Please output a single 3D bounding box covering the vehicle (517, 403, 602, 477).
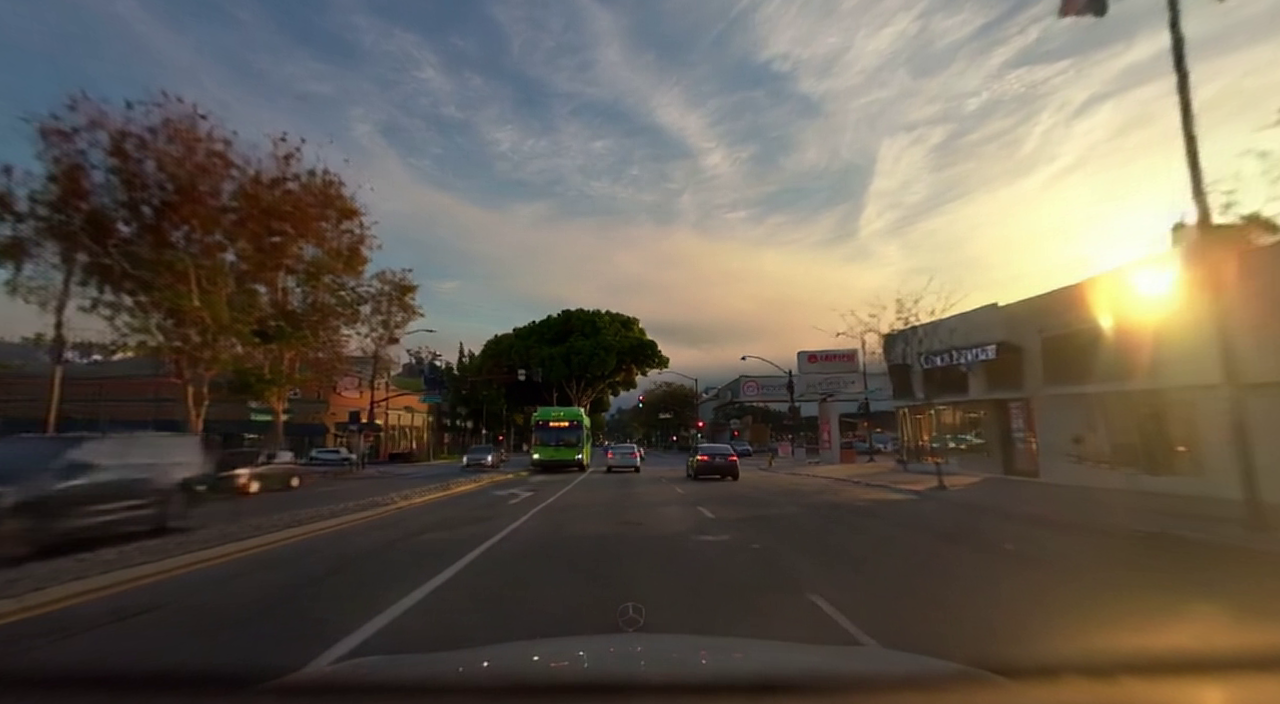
[{"bbox_3d":[-3.897,4.824,34.354,3.018,3.217,13.998,0,-8,-1],"label":"vehicle"}]

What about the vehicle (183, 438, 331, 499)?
[{"bbox_3d":[-12.292,3.735,20.698,1.967,1.727,4.608,0,-8,-1],"label":"vehicle"}]

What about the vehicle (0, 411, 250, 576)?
[{"bbox_3d":[-8.264,1.890,9.149,2.154,1.832,4.820,0,-8,-1],"label":"vehicle"}]

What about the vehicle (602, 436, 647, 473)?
[{"bbox_3d":[-0.868,5.541,34.362,2.301,1.837,4.411,0,-8,-2],"label":"vehicle"}]

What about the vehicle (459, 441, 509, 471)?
[{"bbox_3d":[-9.508,6.371,38.842,2.157,1.731,4.433,0,-8,-3],"label":"vehicle"}]

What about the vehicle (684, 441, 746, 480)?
[{"bbox_3d":[3.126,4.608,27.170,2.046,1.540,3.883,0,-8,-2],"label":"vehicle"}]
